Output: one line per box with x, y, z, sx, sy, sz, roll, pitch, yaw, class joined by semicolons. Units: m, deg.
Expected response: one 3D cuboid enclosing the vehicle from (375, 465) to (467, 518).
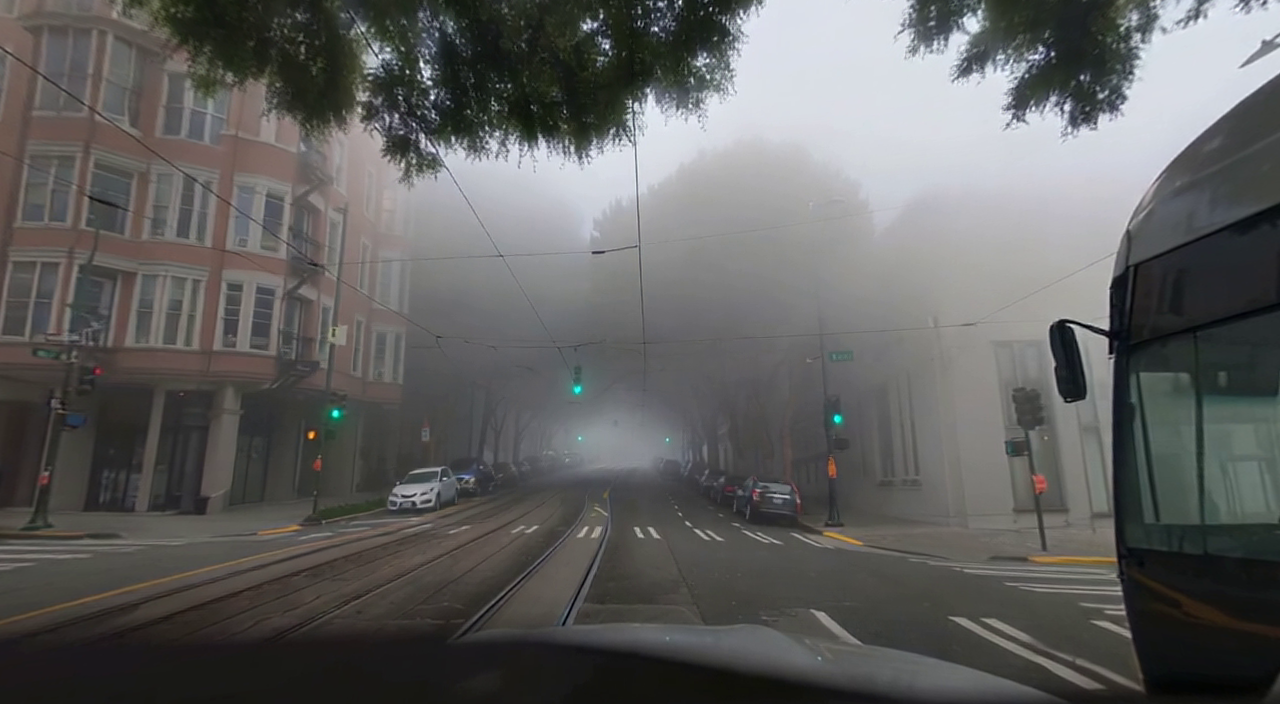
-7.443;4.799;21.889;1.779;1.588;3.953;2;-12;-1;vehicle

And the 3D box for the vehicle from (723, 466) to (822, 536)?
3.844;4.388;19.114;1.929;1.723;4.134;0;-8;-2;vehicle

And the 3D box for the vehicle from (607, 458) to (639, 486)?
-1.078;7.719;40.764;1.966;1.600;3.494;0;-8;0;vehicle

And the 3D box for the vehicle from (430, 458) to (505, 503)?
-7.425;5.574;27.689;1.861;1.751;4.550;1;-10;2;vehicle

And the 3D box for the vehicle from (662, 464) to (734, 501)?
2.742;6.253;30.551;1.984;1.571;3.404;4;-9;-25;vehicle
